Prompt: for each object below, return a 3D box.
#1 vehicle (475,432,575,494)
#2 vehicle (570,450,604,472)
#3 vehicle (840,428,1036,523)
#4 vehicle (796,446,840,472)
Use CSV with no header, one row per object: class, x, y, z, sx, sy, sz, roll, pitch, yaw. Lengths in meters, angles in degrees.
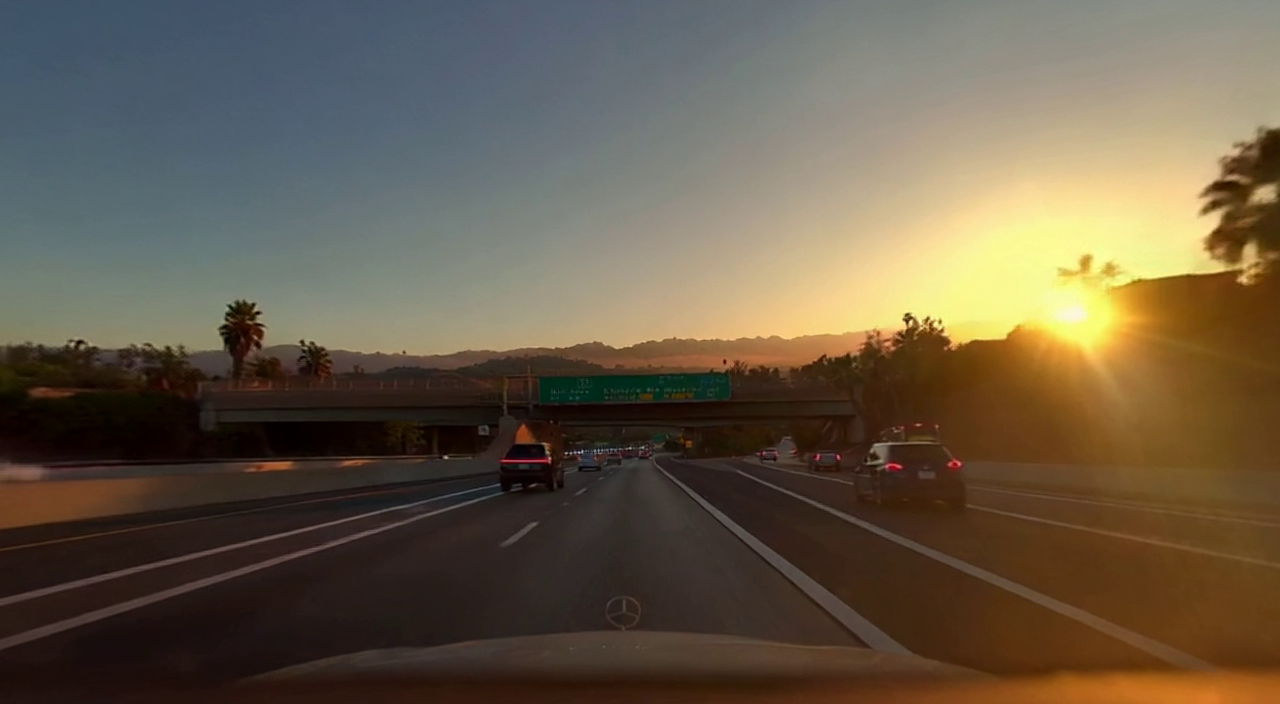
vehicle,-3.916,3.936,22.703,2.420,1.937,5.916,0,-9,1
vehicle,-3.798,7.916,45.884,2.052,1.545,4.470,0,-9,1
vehicle,6.561,2.785,14.778,2.303,1.791,5.247,-1,-9,4
vehicle,12.999,7.831,46.259,1.991,1.755,4.836,-1,-9,3
